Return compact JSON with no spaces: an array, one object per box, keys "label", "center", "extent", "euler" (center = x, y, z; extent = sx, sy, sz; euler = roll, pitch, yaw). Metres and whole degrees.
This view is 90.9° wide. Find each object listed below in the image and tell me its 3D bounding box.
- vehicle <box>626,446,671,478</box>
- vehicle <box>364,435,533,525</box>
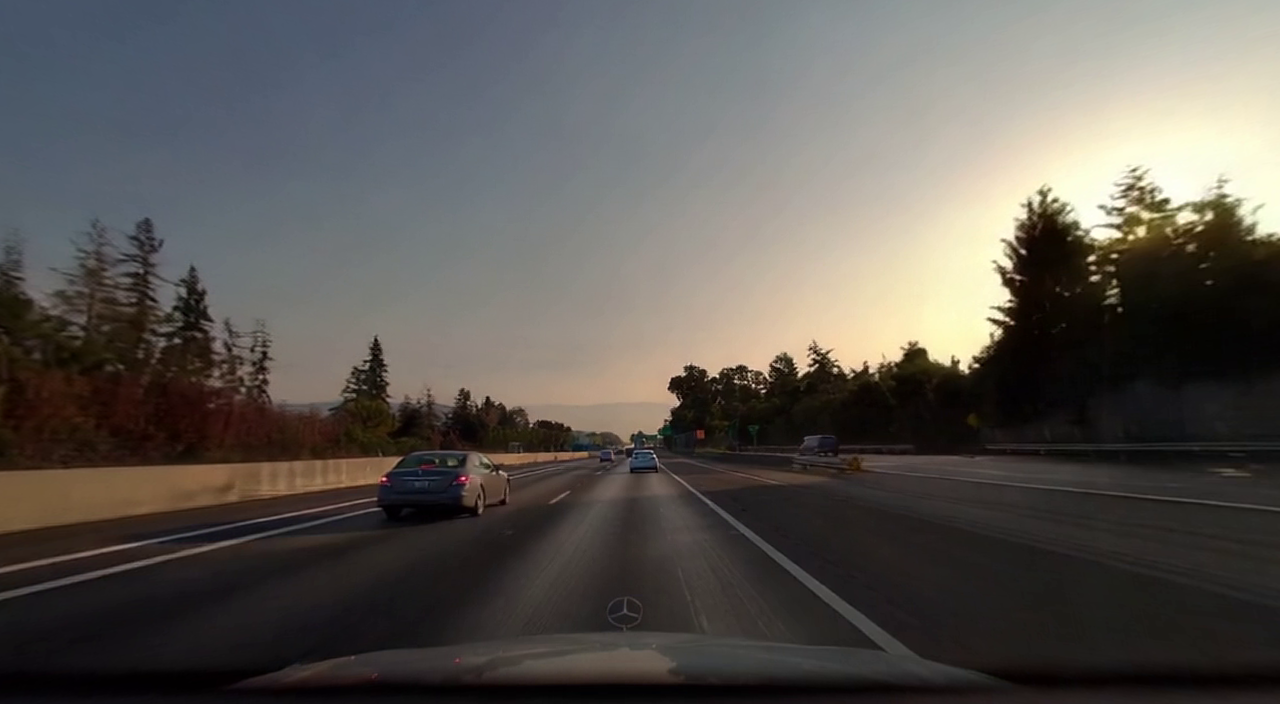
[{"label":"vehicle","center":[0.364,5.230,30.137],"extent":[2.002,1.449,3.612],"euler":[0,-9,-1]},{"label":"vehicle","center":[-3.554,2.470,12.644],"extent":[2.062,1.474,4.151],"euler":[0,-9,0]}]
